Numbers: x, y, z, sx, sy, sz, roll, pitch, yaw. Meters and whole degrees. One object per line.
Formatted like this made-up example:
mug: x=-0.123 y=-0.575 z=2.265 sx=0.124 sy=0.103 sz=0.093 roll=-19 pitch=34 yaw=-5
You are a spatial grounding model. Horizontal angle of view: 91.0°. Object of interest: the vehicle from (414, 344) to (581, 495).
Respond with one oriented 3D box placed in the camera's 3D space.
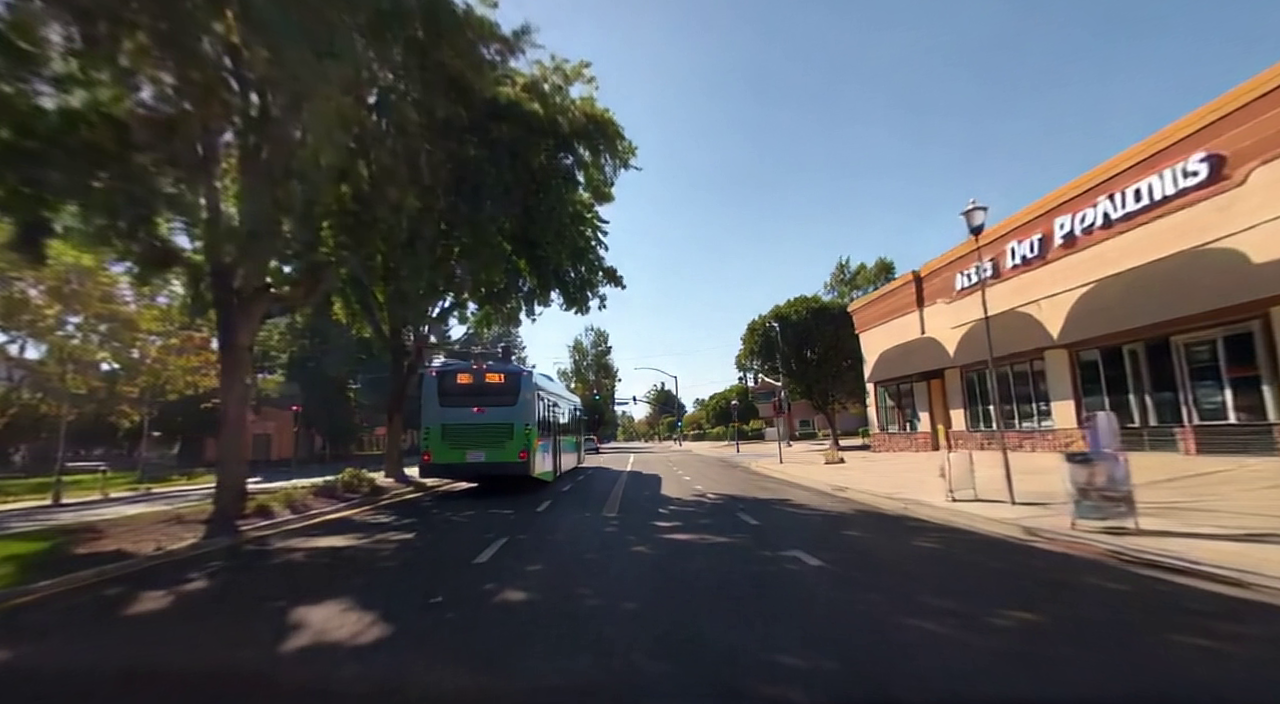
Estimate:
vehicle: x=-3.724 y=2.342 z=19.818 sx=3.031 sy=3.429 sz=11.005 roll=0 pitch=-9 yaw=-2
